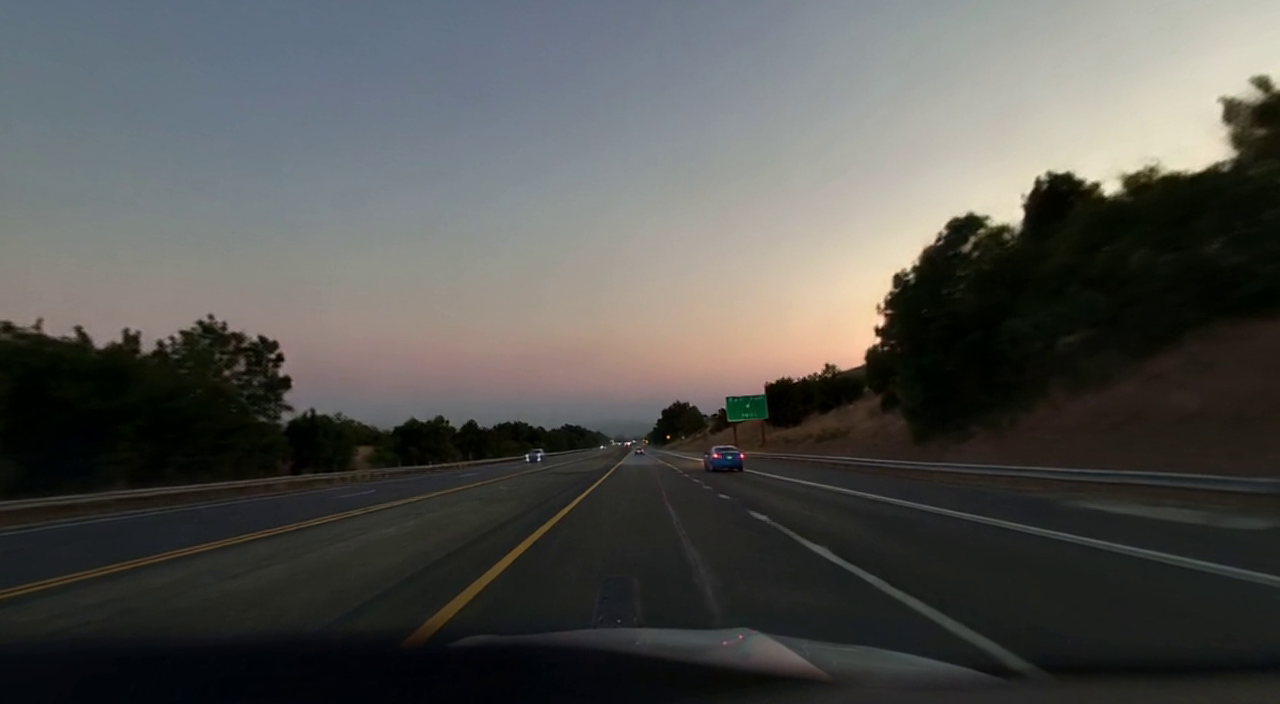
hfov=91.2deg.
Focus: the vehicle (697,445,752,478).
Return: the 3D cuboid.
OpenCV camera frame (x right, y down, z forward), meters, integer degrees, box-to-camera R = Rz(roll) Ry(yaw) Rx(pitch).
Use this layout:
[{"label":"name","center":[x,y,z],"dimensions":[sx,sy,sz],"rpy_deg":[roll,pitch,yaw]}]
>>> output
[{"label":"vehicle","center":[4.023,5.273,30.463],"dimensions":[1.981,1.440,4.125],"rpy_deg":[0,-9,-1]}]
